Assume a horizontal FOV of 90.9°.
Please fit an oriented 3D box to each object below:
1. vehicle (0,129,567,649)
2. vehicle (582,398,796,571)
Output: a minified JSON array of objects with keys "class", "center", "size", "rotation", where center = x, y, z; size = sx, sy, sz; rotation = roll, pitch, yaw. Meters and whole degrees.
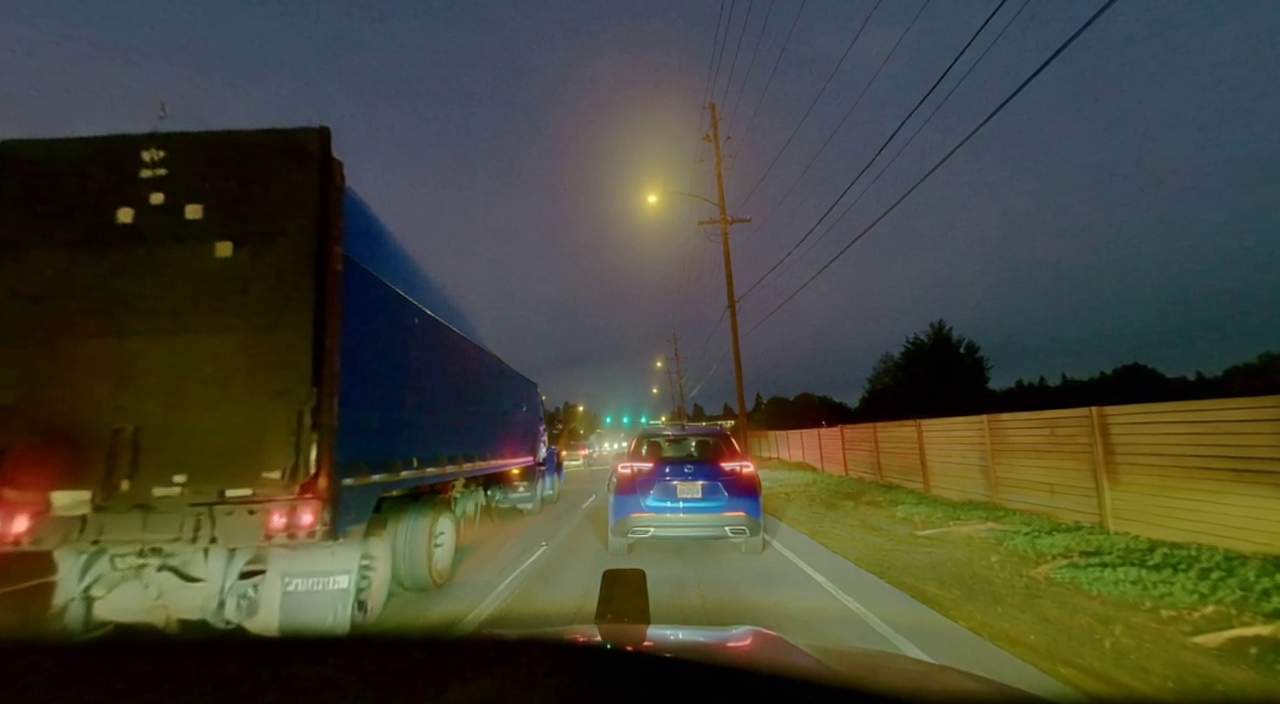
[{"class":"vehicle","center":[-3.097,0.820,8.889],"size":[2.928,3.658,8.980],"rotation":[0,-9,1]},{"class":"vehicle","center":[0.464,1.657,8.551],"size":[2.174,1.749,4.113],"rotation":[0,-9,-1]}]
